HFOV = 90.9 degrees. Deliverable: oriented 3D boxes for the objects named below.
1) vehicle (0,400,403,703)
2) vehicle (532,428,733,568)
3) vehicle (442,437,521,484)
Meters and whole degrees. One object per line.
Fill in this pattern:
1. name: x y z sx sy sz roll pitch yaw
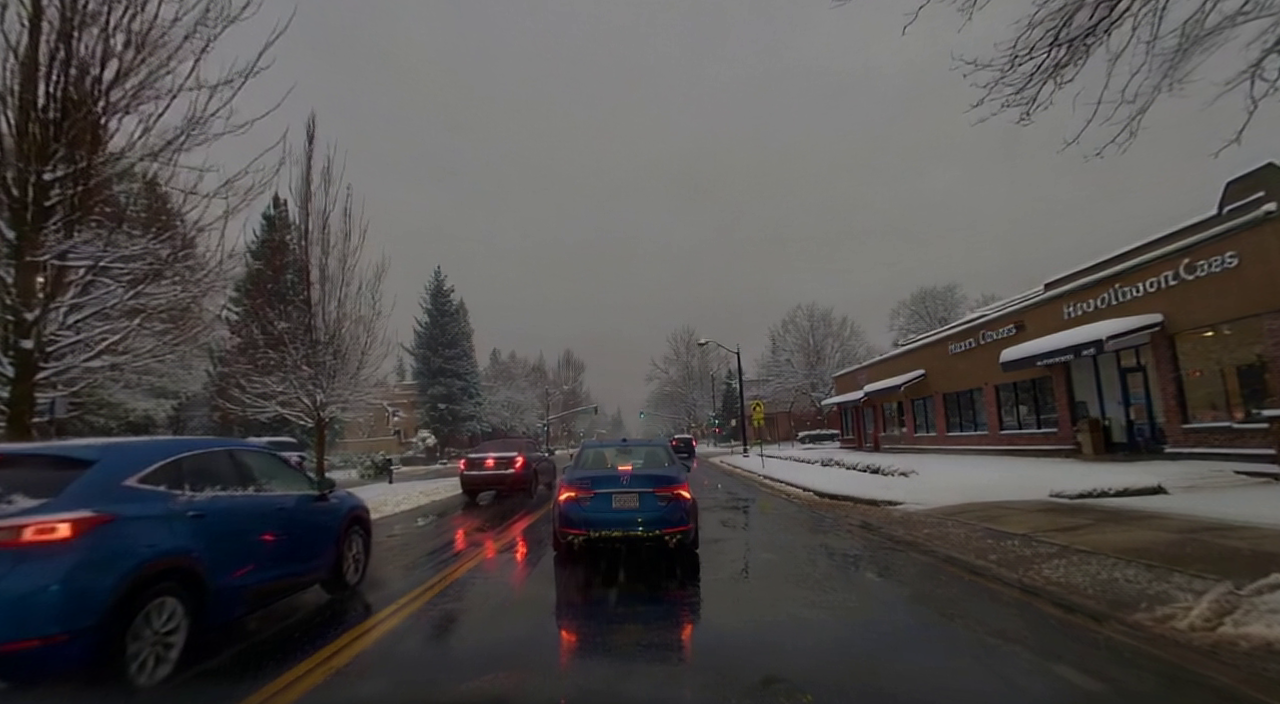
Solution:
1. vehicle: -3.448 1.228 4.445 1.905 1.473 4.016 0 -9 1
2. vehicle: -0.087 1.883 8.863 2.160 1.482 4.037 0 -9 0
3. vehicle: -6.186 4.266 25.167 2.095 1.682 4.371 0 -9 -1
